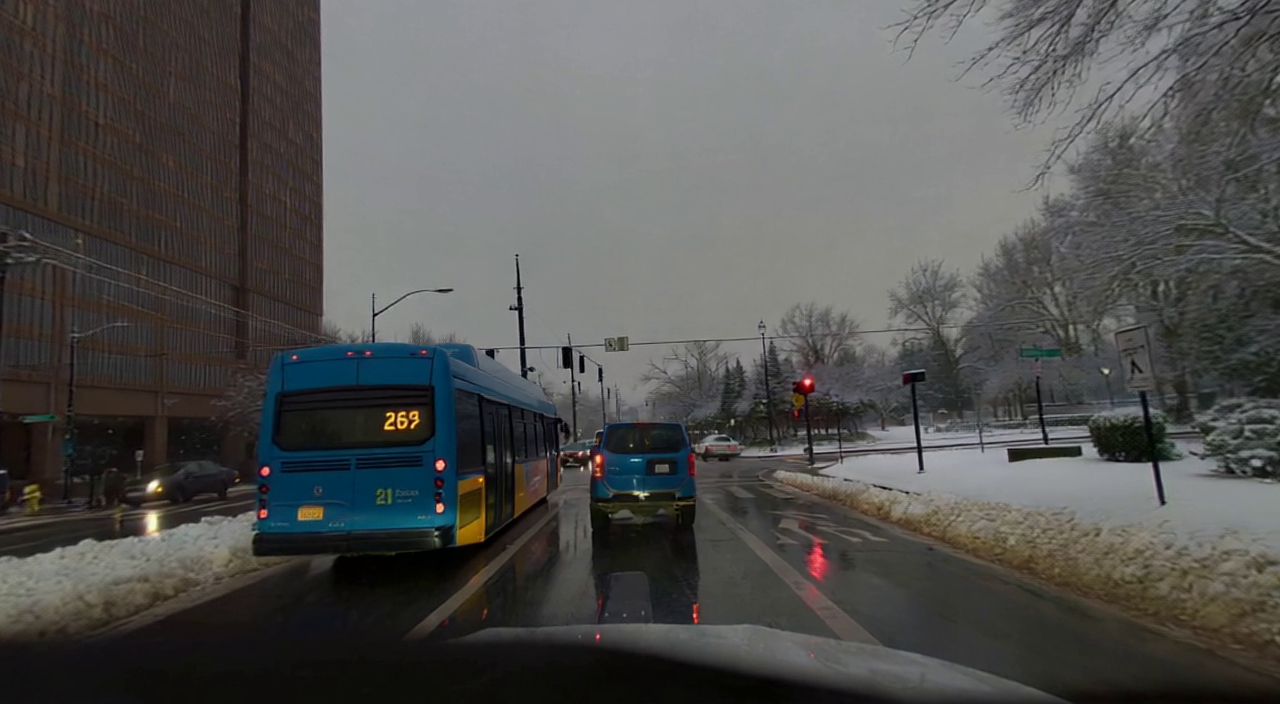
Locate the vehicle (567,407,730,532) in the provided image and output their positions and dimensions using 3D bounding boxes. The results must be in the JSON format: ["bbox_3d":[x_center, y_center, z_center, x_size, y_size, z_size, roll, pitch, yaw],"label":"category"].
[{"bbox_3d":[0.136,2.136,11.913,2.500,1.912,4.270,0,-9,0],"label":"vehicle"}]

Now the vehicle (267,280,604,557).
[{"bbox_3d":[-2.891,1.802,14.634,3.042,3.445,13.615,0,-9,1],"label":"vehicle"}]

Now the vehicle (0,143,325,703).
[{"bbox_3d":[-2.755,0.337,0.216,2.329,2.089,5.659,0,-9,0],"label":"vehicle"}]

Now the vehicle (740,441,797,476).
[{"bbox_3d":[6.124,5.101,30.475,1.919,1.529,4.059,0,-9,0],"label":"vehicle"}]
